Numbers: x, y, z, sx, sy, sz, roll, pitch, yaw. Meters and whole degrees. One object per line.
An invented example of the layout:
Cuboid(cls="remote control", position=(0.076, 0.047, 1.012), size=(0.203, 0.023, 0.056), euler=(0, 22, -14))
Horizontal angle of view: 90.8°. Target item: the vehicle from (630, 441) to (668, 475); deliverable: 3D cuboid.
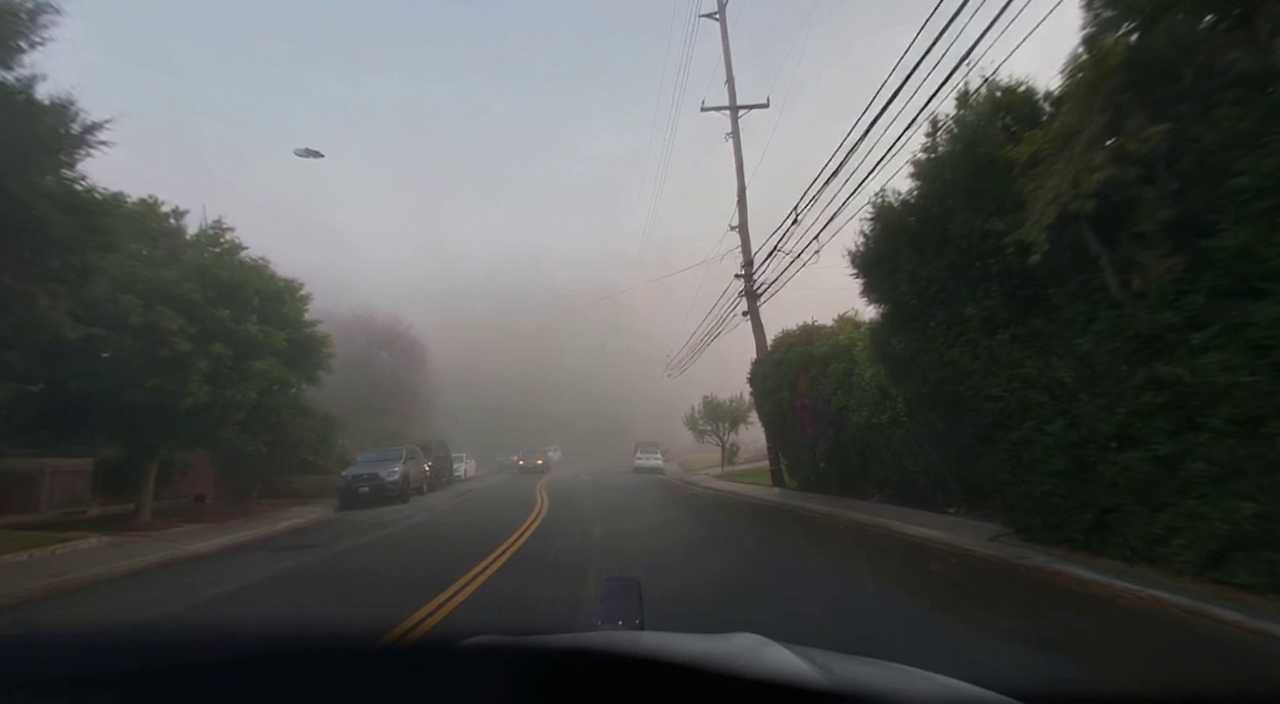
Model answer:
Cuboid(cls="vehicle", position=(0.507, 6.081, 36.460), size=(2.032, 1.810, 5.047), euler=(0, -8, 1))

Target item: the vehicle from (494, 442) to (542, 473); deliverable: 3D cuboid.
Cuboid(cls="vehicle", position=(-9.029, 7.874, 47.071), size=(2.353, 2.037, 5.358), euler=(-4, -10, 1))

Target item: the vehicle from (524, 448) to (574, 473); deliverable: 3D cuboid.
Cuboid(cls="vehicle", position=(-5.649, 6.798, 39.929), size=(2.448, 1.475, 4.568), euler=(0, -9, 1))

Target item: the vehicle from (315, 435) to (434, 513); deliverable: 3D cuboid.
Cuboid(cls="vehicle", position=(-8.297, 3.841, 20.428), size=(2.312, 2.032, 5.585), euler=(-1, -9, -10))
